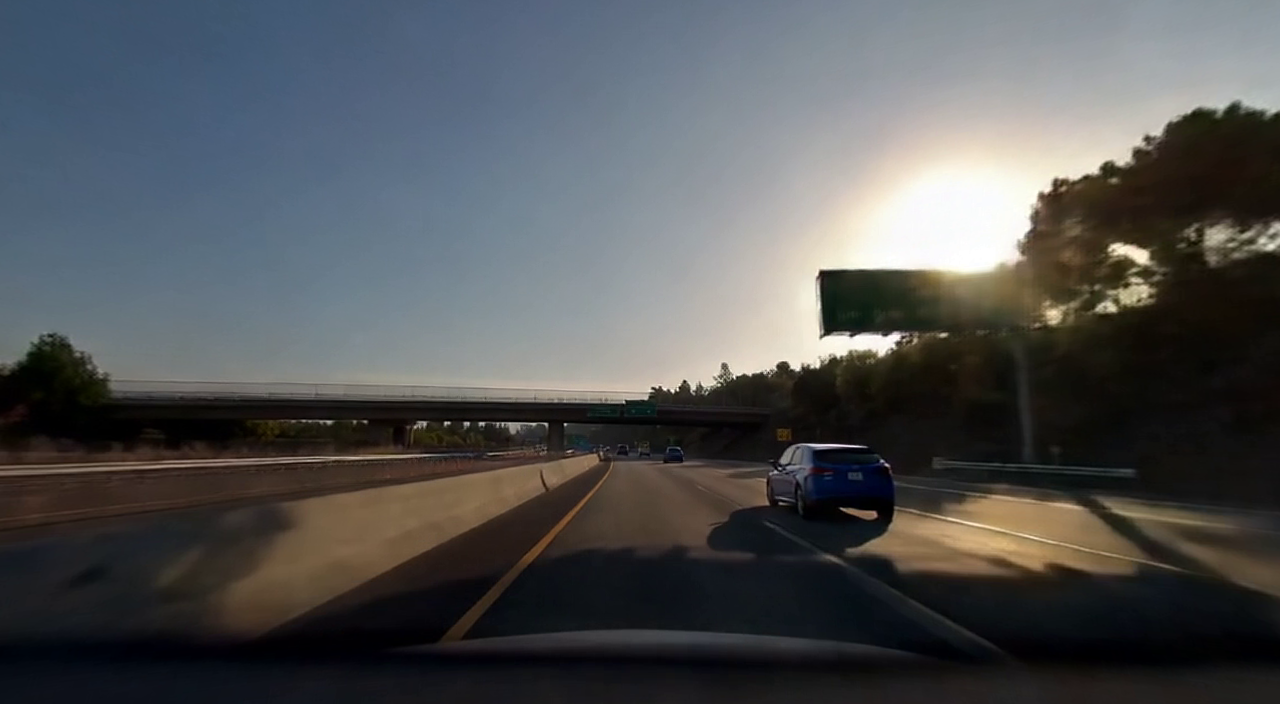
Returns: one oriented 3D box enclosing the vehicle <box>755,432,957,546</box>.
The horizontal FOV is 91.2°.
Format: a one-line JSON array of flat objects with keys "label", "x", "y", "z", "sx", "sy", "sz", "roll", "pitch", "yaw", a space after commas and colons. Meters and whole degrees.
[{"label": "vehicle", "x": 3.495, "y": 2.297, "z": 11.170, "sx": 2.002, "sy": 1.604, "sz": 4.265, "roll": 0, "pitch": -9, "yaw": -1}]
